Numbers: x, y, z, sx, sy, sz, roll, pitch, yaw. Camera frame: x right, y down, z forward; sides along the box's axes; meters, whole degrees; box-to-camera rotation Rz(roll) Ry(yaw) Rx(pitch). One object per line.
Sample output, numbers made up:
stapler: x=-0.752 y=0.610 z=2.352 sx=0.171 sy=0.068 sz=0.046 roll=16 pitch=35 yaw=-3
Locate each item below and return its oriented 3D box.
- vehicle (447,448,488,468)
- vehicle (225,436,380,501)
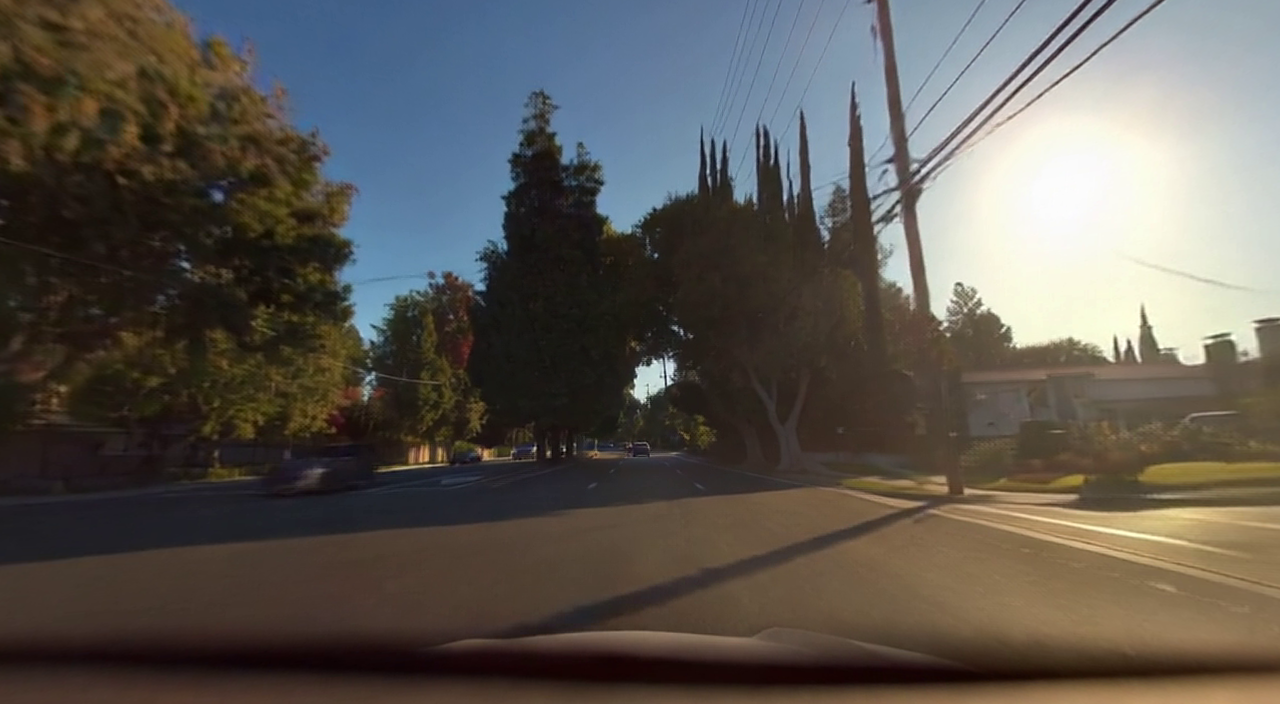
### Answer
vehicle: x=-13.213 y=8.123 z=48.278 sx=1.821 sy=1.453 sz=4.459 roll=0 pitch=-8 yaw=1
vehicle: x=-9.925 y=3.443 z=19.000 sx=2.111 sy=1.718 sz=4.465 roll=0 pitch=-8 yaw=1
